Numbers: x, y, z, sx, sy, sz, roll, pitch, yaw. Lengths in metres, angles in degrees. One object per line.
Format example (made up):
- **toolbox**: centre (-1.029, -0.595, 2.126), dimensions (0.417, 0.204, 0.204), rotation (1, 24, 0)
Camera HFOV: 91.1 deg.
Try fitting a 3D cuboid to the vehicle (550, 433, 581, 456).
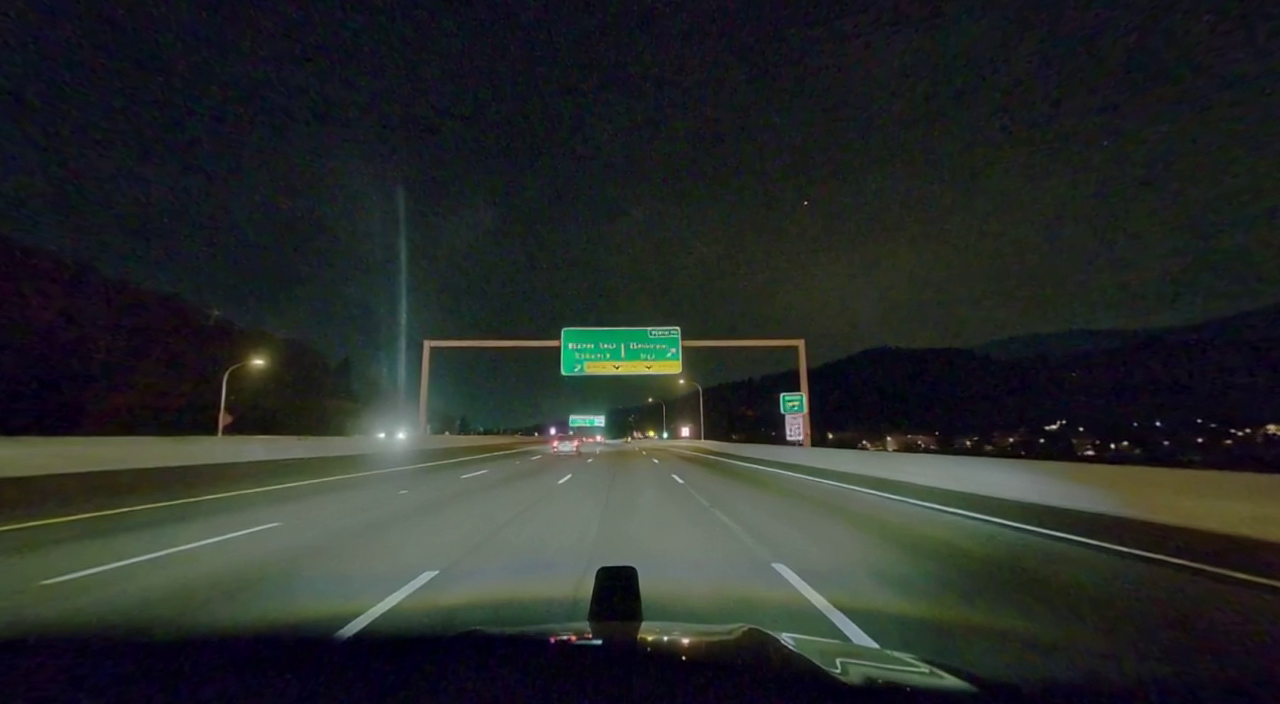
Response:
- **vehicle**: centre (-5.283, 6.620, 45.060), dimensions (1.878, 1.548, 3.966), rotation (0, -8, -1)
